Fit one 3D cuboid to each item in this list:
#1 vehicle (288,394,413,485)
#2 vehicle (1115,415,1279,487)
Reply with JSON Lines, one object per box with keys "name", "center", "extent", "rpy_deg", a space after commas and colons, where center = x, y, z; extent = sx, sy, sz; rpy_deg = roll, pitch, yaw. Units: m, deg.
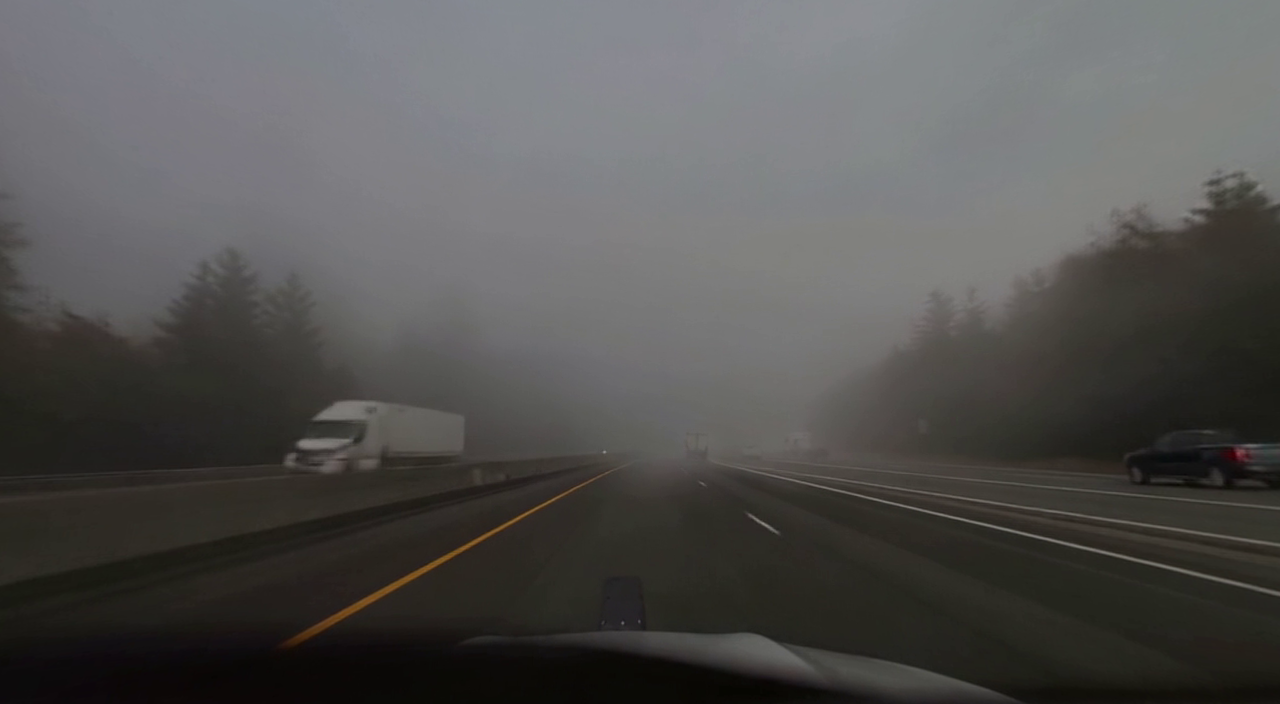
{"name": "vehicle", "center": [-14.039, 4.388, 31.220], "extent": [2.989, 4.026, 5.892], "rpy_deg": [-1, -9, 4]}
{"name": "vehicle", "center": [16.477, 2.831, 18.038], "extent": [2.061, 1.776, 4.476], "rpy_deg": [0, -9, -3]}
